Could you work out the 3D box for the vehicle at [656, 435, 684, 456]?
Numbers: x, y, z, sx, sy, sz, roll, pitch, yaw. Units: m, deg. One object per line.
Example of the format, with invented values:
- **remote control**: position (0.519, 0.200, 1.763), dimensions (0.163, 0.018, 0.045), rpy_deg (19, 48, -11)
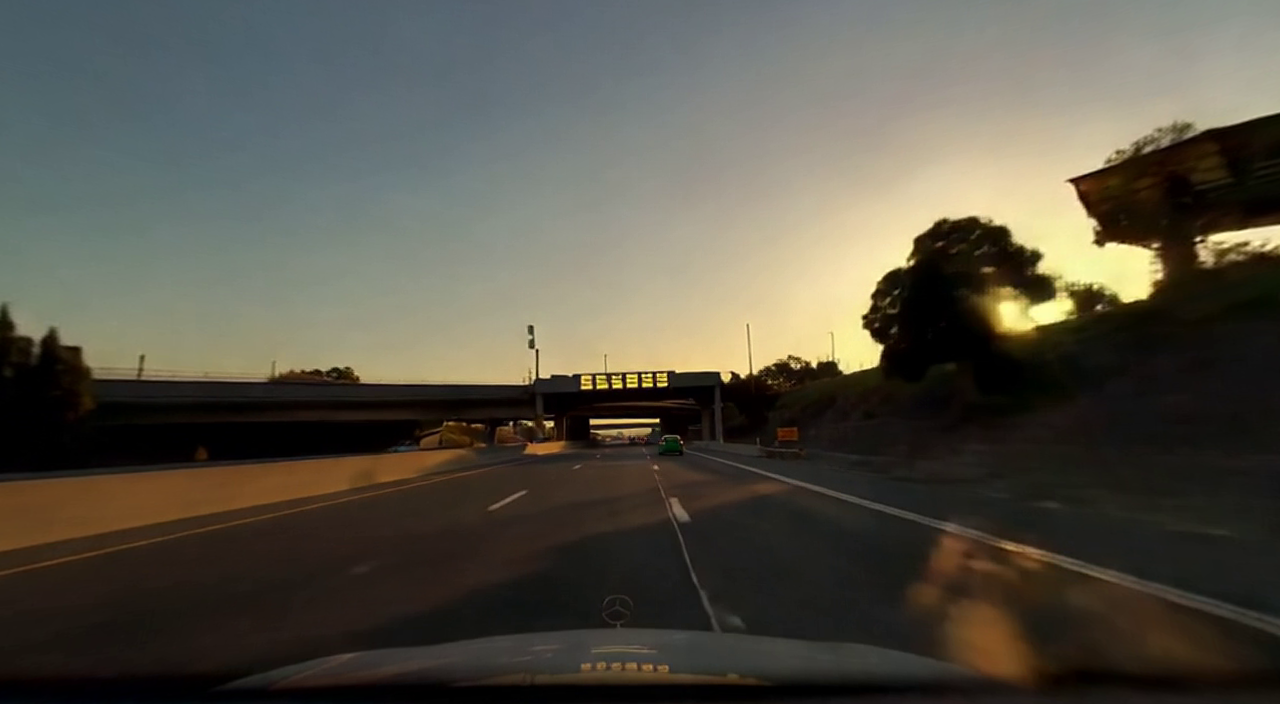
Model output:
- **vehicle**: position (2.264, 7.158, 48.199), dimensions (1.946, 1.481, 3.969), rpy_deg (0, -8, 0)
